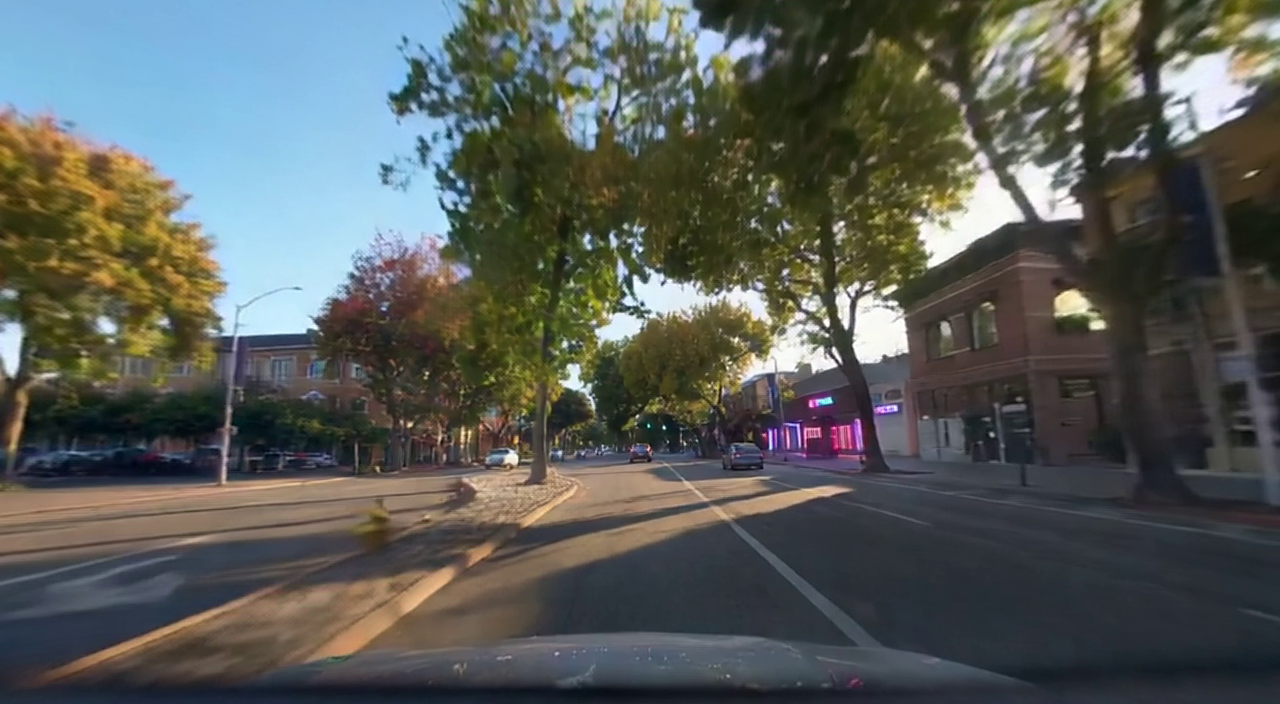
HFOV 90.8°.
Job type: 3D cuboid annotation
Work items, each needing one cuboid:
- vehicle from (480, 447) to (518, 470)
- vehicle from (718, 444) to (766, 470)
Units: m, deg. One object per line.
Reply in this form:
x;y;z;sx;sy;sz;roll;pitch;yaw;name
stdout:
-9.953;7.529;44.884;1.676;1.469;4.362;0;-9;0;vehicle
6.289;6.513;39.472;2.024;1.475;4.600;0;-9;-2;vehicle
